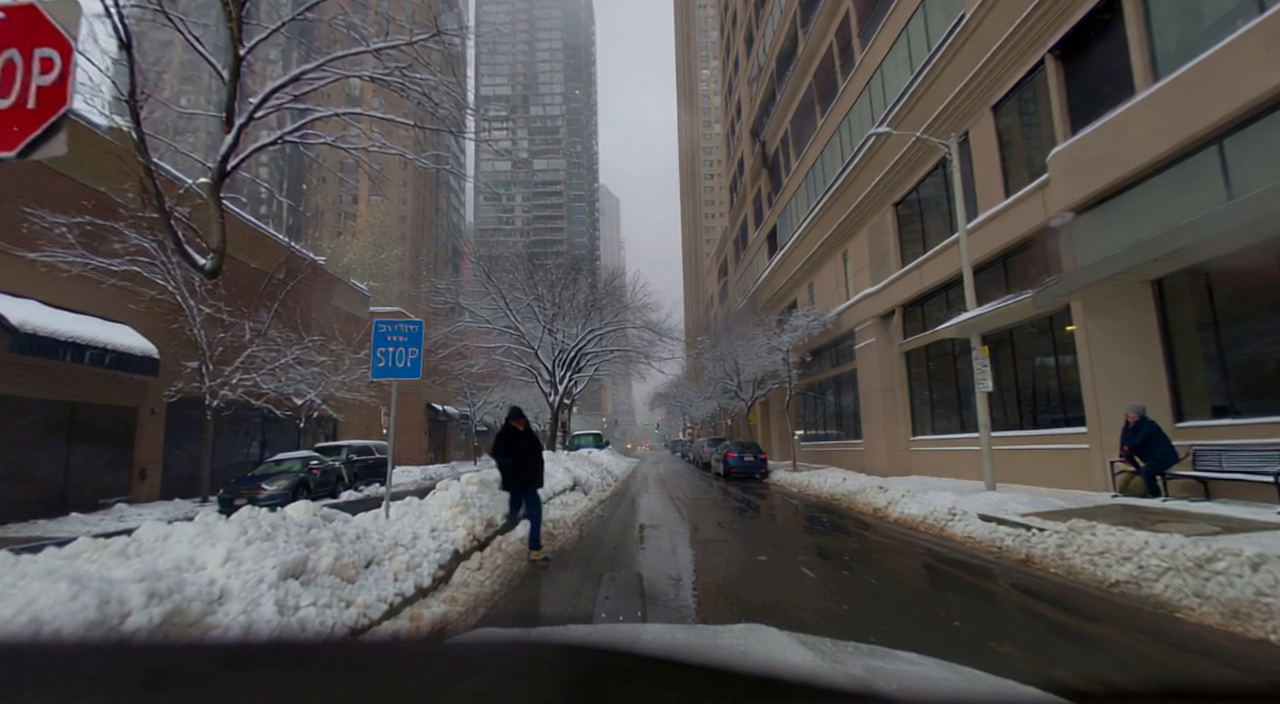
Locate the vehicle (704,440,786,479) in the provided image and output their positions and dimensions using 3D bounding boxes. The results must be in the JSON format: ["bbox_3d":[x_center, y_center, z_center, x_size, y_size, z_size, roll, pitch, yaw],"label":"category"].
[{"bbox_3d":[4.590,4.565,27.113,1.858,1.491,4.329,-5,-10,33],"label":"vehicle"}]

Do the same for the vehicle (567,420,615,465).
[{"bbox_3d":[-2.994,5.767,40.218,2.317,2.596,6.053,0,-8,3],"label":"vehicle"}]

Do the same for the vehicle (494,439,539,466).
[{"bbox_3d":[-8.853,7.253,45.733,2.256,1.802,4.333,0,-8,2],"label":"vehicle"}]

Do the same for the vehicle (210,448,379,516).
[{"bbox_3d":[-8.799,3.305,16.638,2.007,1.503,4.343,0,-8,-1],"label":"vehicle"}]
